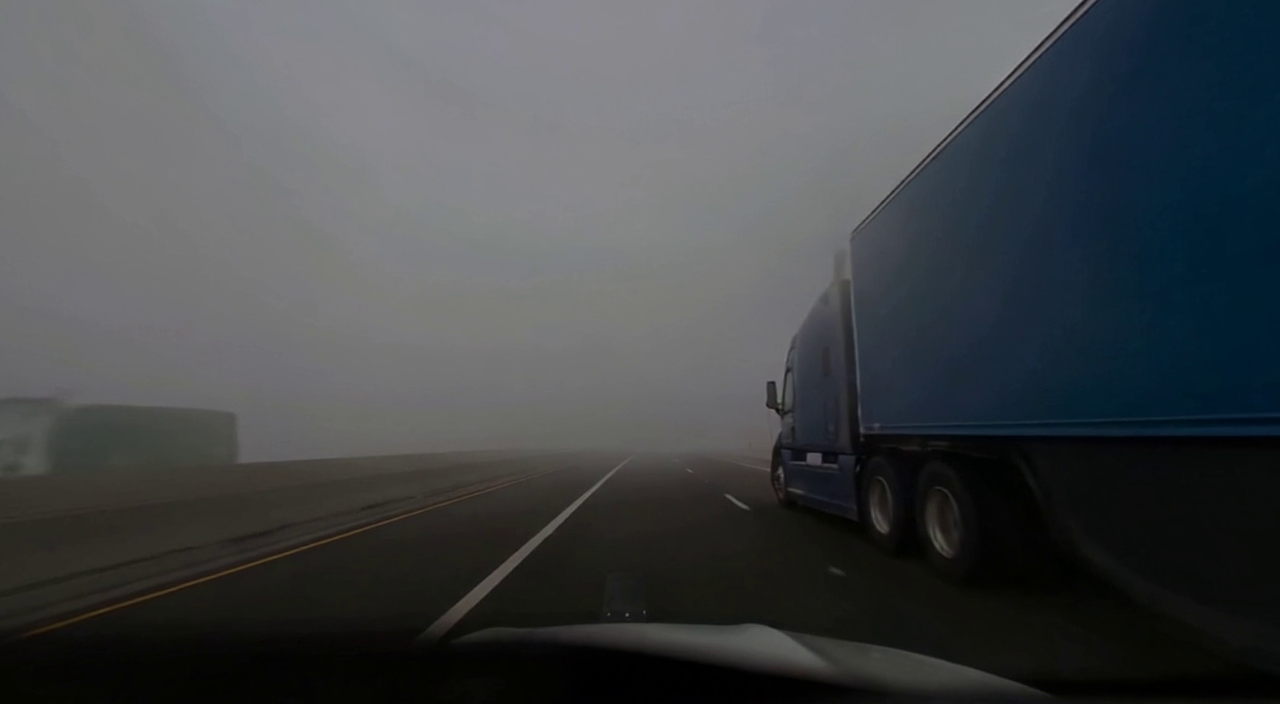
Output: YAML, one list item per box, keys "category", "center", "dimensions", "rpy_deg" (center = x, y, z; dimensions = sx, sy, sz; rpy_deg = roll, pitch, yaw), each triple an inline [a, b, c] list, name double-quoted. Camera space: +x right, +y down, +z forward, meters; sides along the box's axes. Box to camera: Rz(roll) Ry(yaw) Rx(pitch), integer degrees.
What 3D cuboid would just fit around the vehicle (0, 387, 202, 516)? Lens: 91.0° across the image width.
- category: "vehicle"
  center: [-18.944, 3.165, 20.221]
  dimensions: [2.796, 3.508, 9.370]
  rpy_deg: [0, -8, 1]
